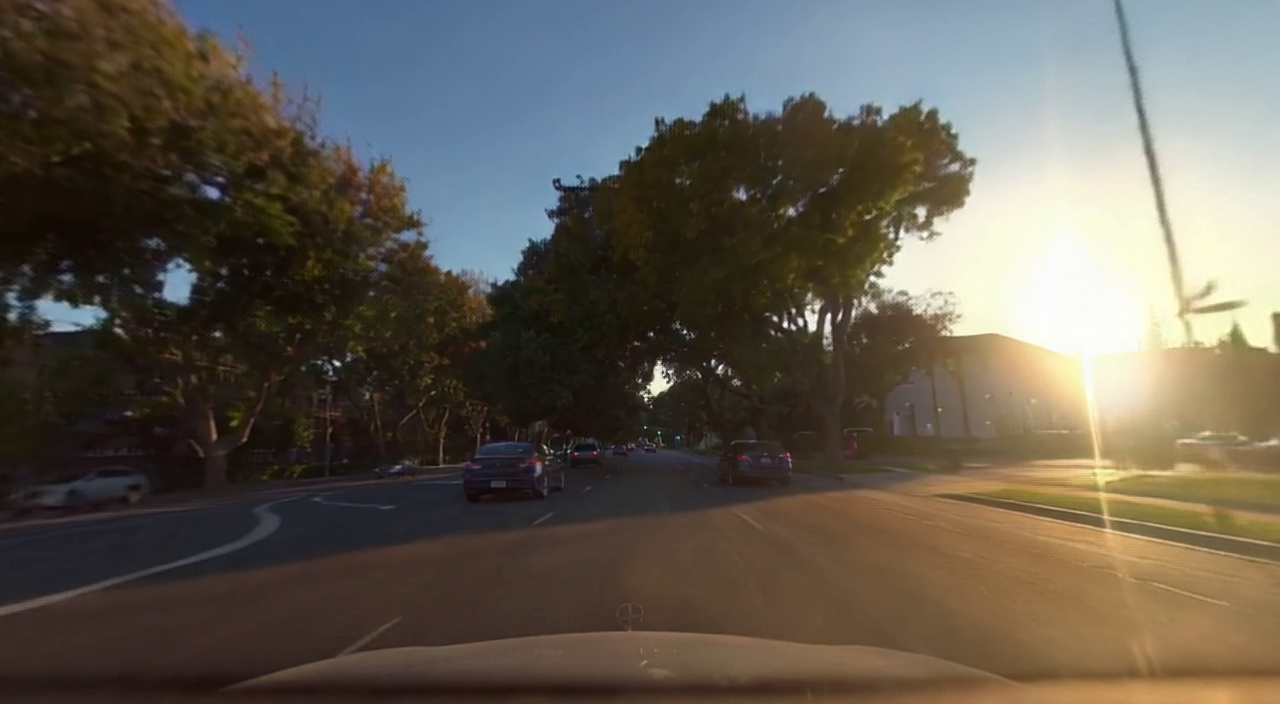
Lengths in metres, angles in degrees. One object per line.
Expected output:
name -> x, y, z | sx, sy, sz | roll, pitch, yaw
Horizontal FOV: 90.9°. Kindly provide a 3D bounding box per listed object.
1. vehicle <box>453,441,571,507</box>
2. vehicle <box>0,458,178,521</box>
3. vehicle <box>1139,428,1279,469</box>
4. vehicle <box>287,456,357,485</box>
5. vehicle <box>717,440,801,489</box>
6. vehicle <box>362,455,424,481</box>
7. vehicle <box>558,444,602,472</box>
vehicle -> -3.127, 3.076, 16.440 | 2.053, 1.480, 4.381 | 0, -8, 1
vehicle -> -19.393, 4.667, 22.056 | 2.240, 1.805, 5.313 | 0, -8, 2
vehicle -> 24.075, 4.056, 26.722 | 1.754, 1.461, 4.491 | -3, -8, -6
vehicle -> -22.310, 8.297, 44.491 | 2.006, 1.782, 5.406 | 0, -8, 1
vehicle -> 3.977, 3.832, 21.874 | 2.010, 1.486, 4.498 | 0, -8, 0
vehicle -> -15.386, 7.231, 39.521 | 1.997, 1.472, 4.426 | 0, -8, 1
vehicle -> -3.371, 6.066, 36.230 | 1.988, 1.497, 4.404 | 0, -8, 2
